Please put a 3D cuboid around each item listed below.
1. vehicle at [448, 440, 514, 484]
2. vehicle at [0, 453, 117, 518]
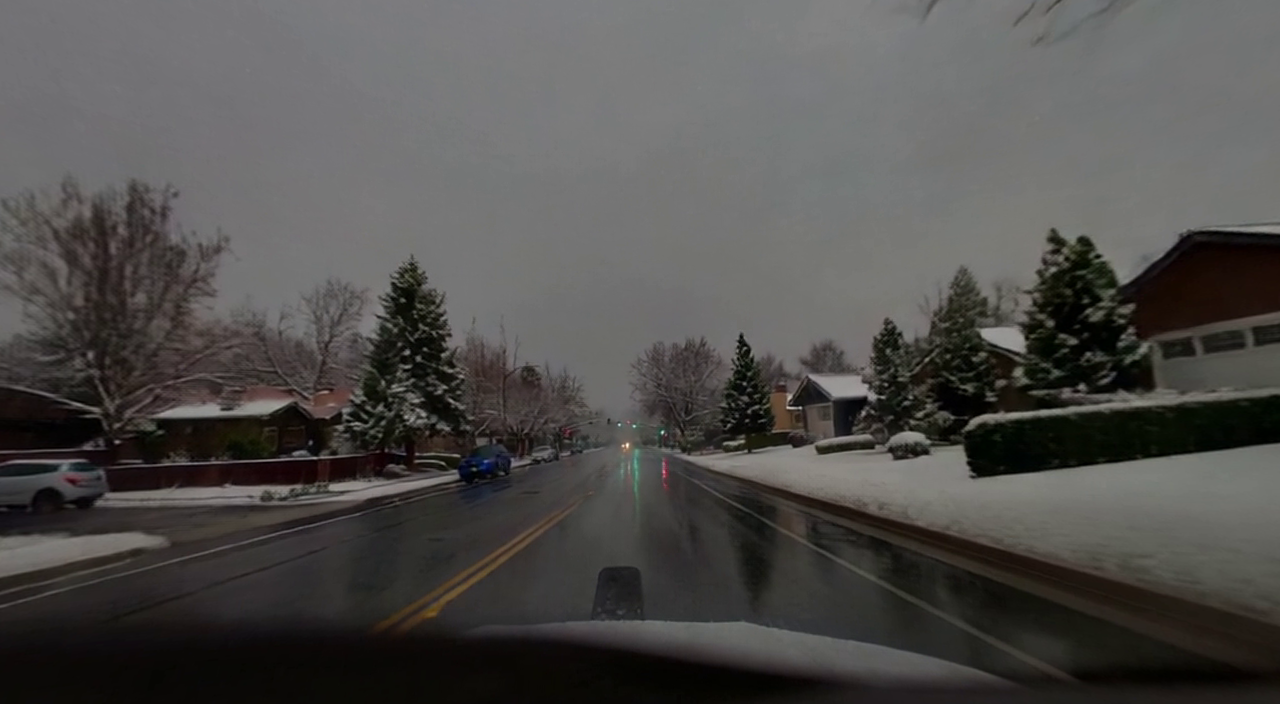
[{"bbox_3d":[-7.632,5.296,30.751,2.209,1.807,4.432,-4,-8,-3],"label":"vehicle"},{"bbox_3d":[-19.192,4.172,19.831,1.961,1.772,4.253,-4,-8,0],"label":"vehicle"}]
